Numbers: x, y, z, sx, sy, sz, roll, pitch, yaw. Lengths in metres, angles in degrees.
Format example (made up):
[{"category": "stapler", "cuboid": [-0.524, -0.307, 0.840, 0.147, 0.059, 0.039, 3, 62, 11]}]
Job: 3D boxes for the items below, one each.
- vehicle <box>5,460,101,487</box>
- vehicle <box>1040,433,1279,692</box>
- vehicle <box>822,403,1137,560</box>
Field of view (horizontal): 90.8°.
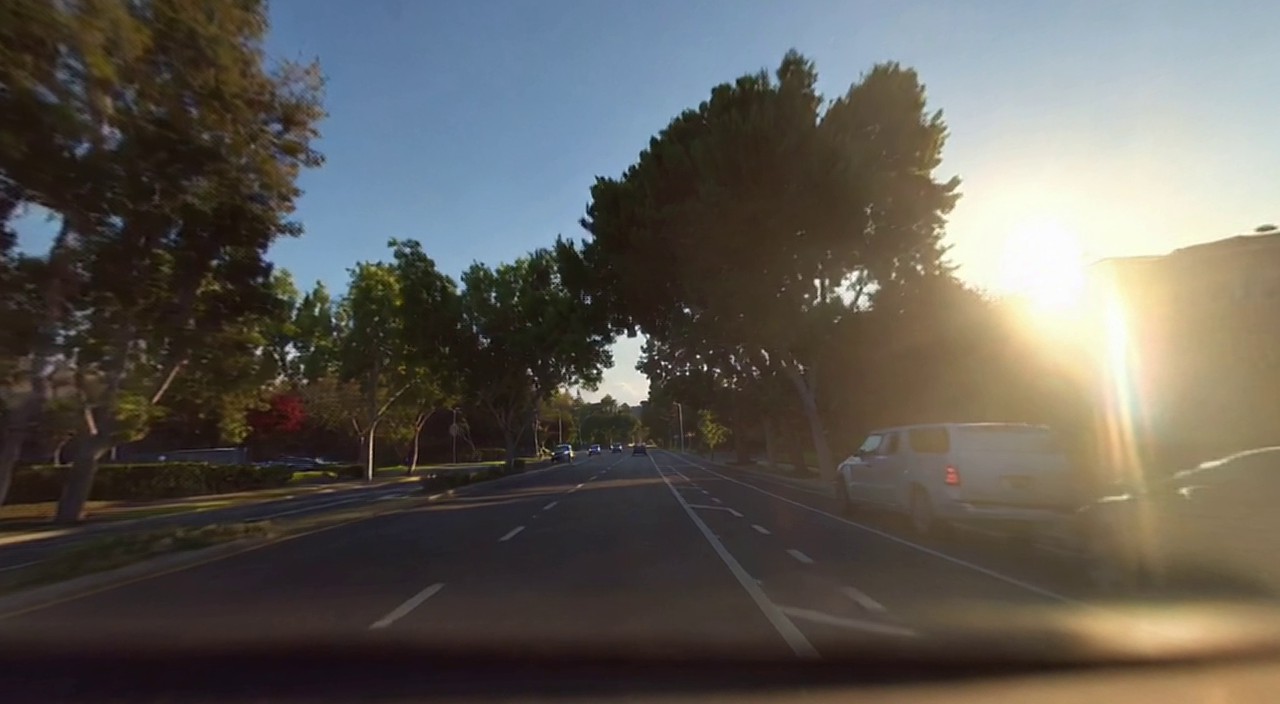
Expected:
[{"category": "vehicle", "cuboid": [-35.664, 7.348, 38.518, 3.854, 1.476, 1.842, 5, -10, -31]}, {"category": "vehicle", "cuboid": [4.559, 1.169, 3.454, 1.935, 1.433, 4.241, 0, -8, 0]}, {"category": "vehicle", "cuboid": [4.768, 1.907, 10.107, 2.115, 1.843, 5.141, 0, -8, -1]}]
